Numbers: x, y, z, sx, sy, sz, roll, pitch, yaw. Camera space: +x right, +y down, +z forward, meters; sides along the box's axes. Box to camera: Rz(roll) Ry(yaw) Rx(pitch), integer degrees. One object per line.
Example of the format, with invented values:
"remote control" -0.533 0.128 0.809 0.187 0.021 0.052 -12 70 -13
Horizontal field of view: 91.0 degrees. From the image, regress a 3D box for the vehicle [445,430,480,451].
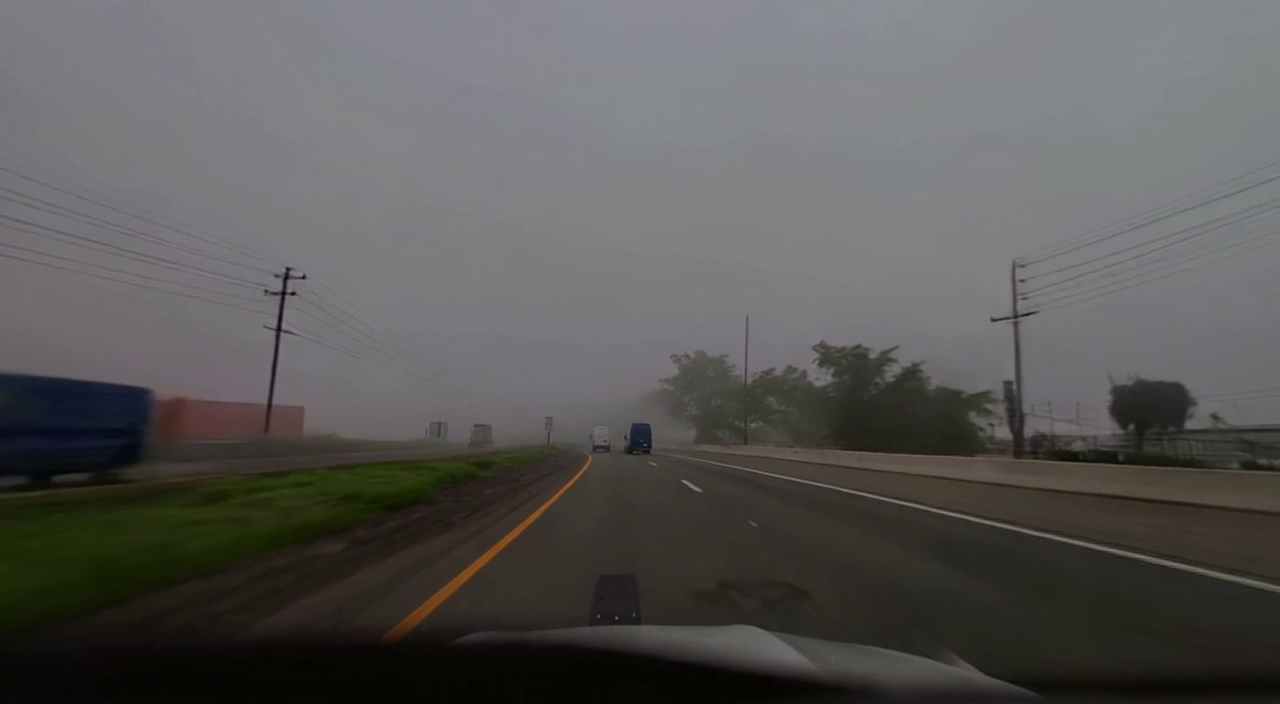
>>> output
"vehicle" -13.967 6.988 49.804 1.854 1.548 4.141 0 -8 -4
